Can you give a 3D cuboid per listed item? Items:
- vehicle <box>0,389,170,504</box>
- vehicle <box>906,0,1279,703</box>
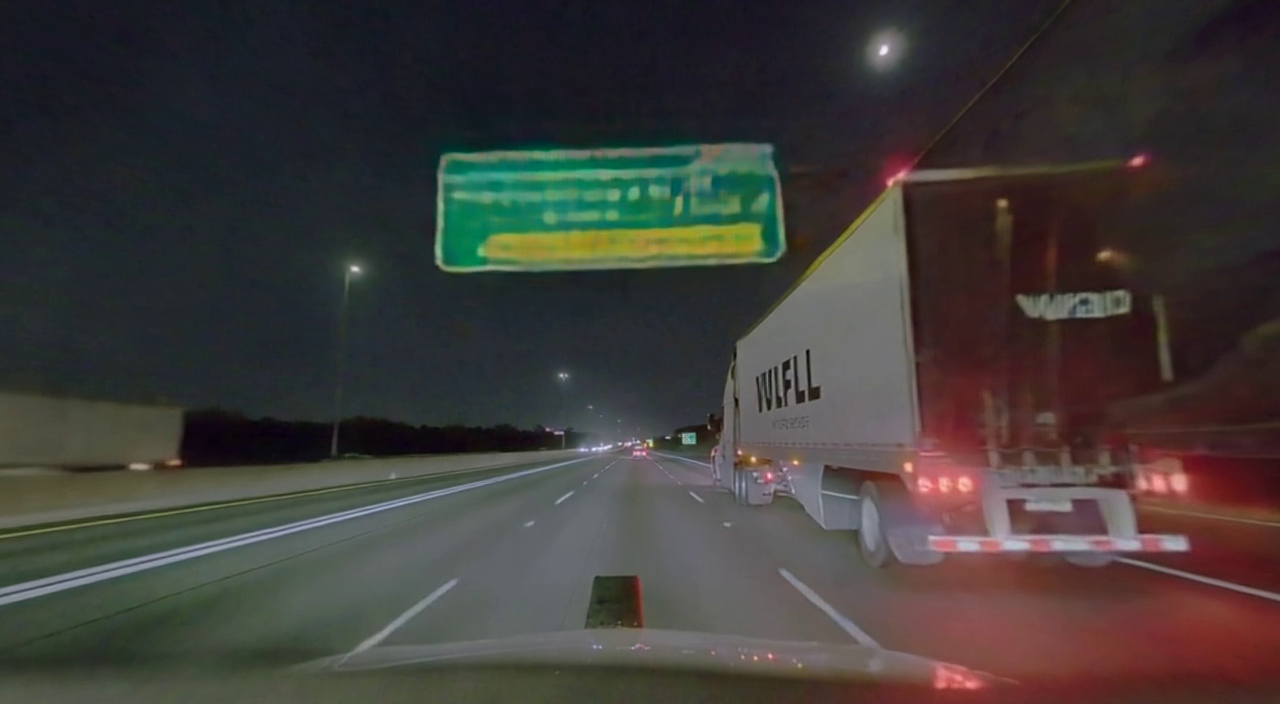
[{"bbox_3d":[-23.052,3.278,21.639,2.896,3.850,14.049,0,-9,-1],"label":"vehicle"},{"bbox_3d":[3.986,-0.327,1.387,2.869,4.013,8.610,0,-9,0],"label":"vehicle"}]
